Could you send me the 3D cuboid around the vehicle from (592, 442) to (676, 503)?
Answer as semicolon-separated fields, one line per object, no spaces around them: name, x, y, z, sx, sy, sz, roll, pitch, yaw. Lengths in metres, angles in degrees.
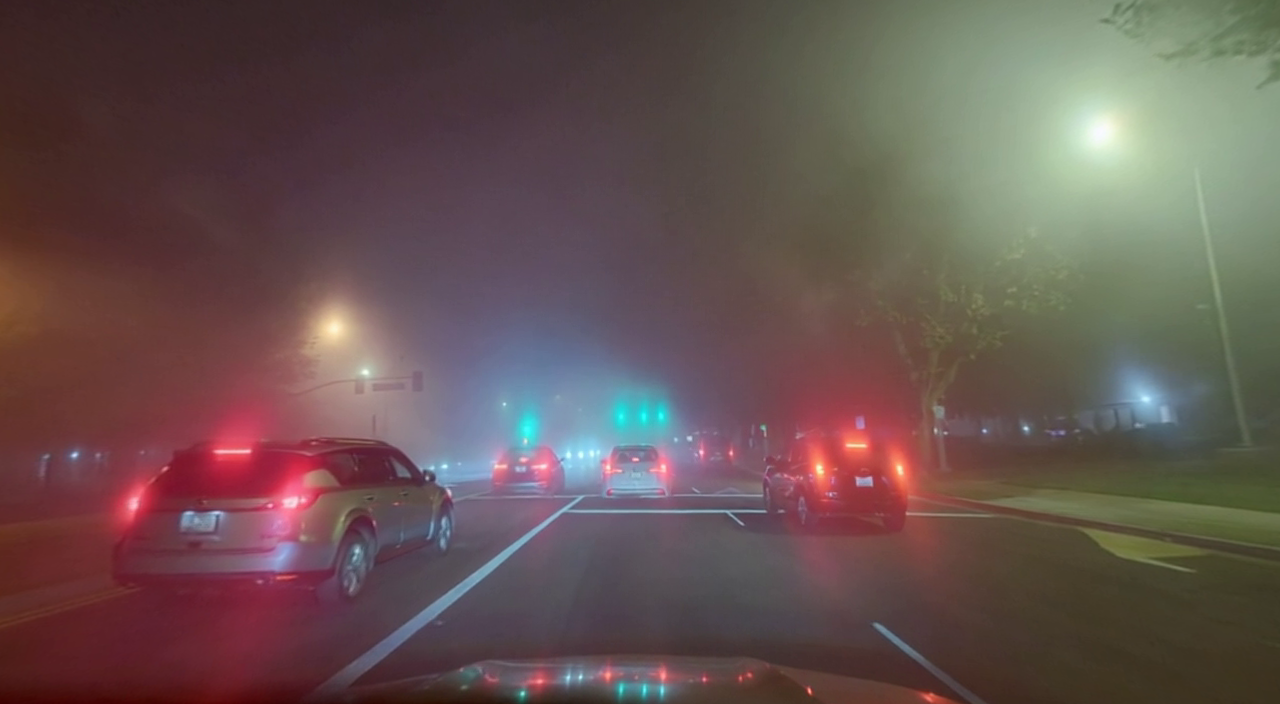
vehicle;-0.190;3.306;17.760;2.101;1.480;3.929;0;-8;-1

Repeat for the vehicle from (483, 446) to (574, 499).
vehicle;-3.354;3.686;19.804;2.002;1.465;4.098;0;-8;2

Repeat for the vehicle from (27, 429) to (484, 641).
vehicle;-3.294;1.633;6.733;2.038;1.481;4.379;0;-8;1

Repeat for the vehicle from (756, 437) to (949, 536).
vehicle;3.681;2.397;11.943;1.990;1.486;4.431;0;-8;-2

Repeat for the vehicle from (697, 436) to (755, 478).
vehicle;4.244;5.285;32.038;2.142;1.957;5.443;0;-8;0
